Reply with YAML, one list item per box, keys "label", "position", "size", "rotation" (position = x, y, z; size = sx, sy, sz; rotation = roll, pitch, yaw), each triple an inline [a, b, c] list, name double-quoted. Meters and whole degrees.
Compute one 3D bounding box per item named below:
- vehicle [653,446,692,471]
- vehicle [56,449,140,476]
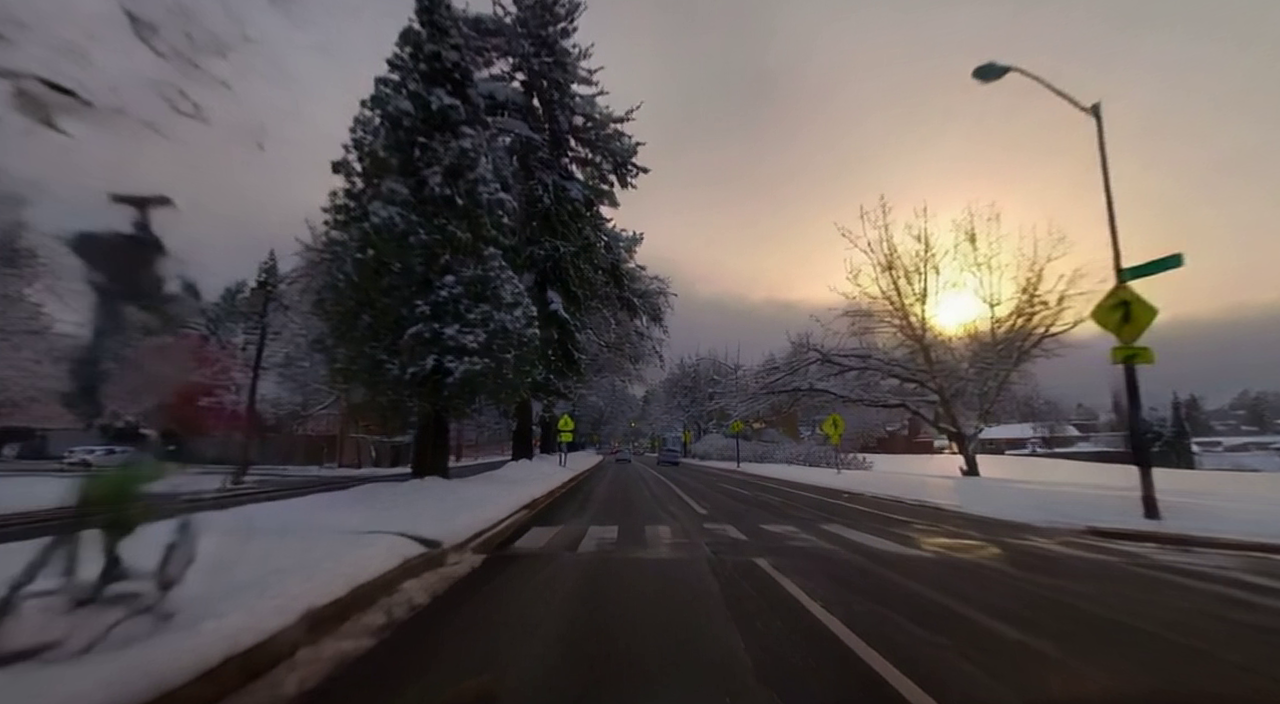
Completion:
- label: "vehicle"
  position: [2.027, 6.790, 40.565]
  size: [2.142, 1.501, 4.273]
  rotation: [0, -9, -2]
- label: "vehicle"
  position: [-38.714, 7.862, 45.204]
  size: [4.112, 1.776, 1.968]
  rotation: [-1, -8, 0]
